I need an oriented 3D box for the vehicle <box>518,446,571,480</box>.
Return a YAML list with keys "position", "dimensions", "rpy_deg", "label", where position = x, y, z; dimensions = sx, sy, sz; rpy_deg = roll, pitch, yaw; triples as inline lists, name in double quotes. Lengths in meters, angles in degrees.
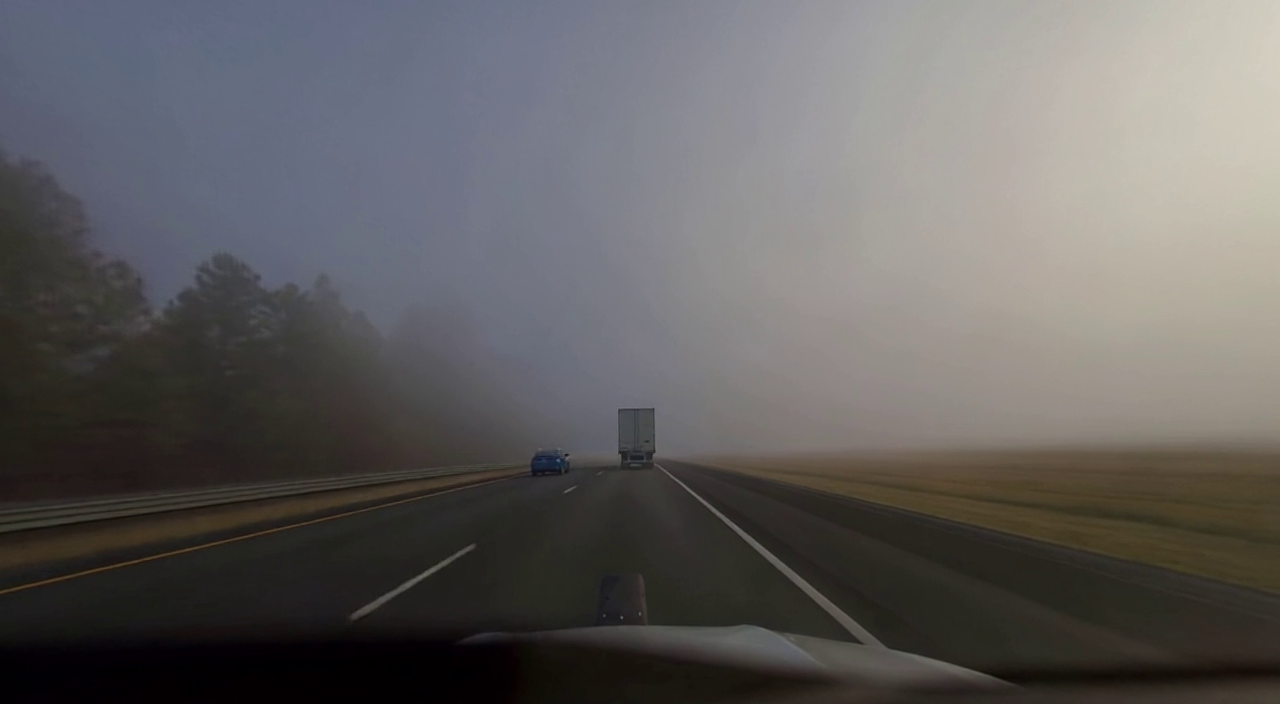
- position: [-4.494, 5.291, 30.302]
  dimensions: [1.937, 1.493, 3.779]
  rpy_deg: [0, -9, 0]
  label: "vehicle"
